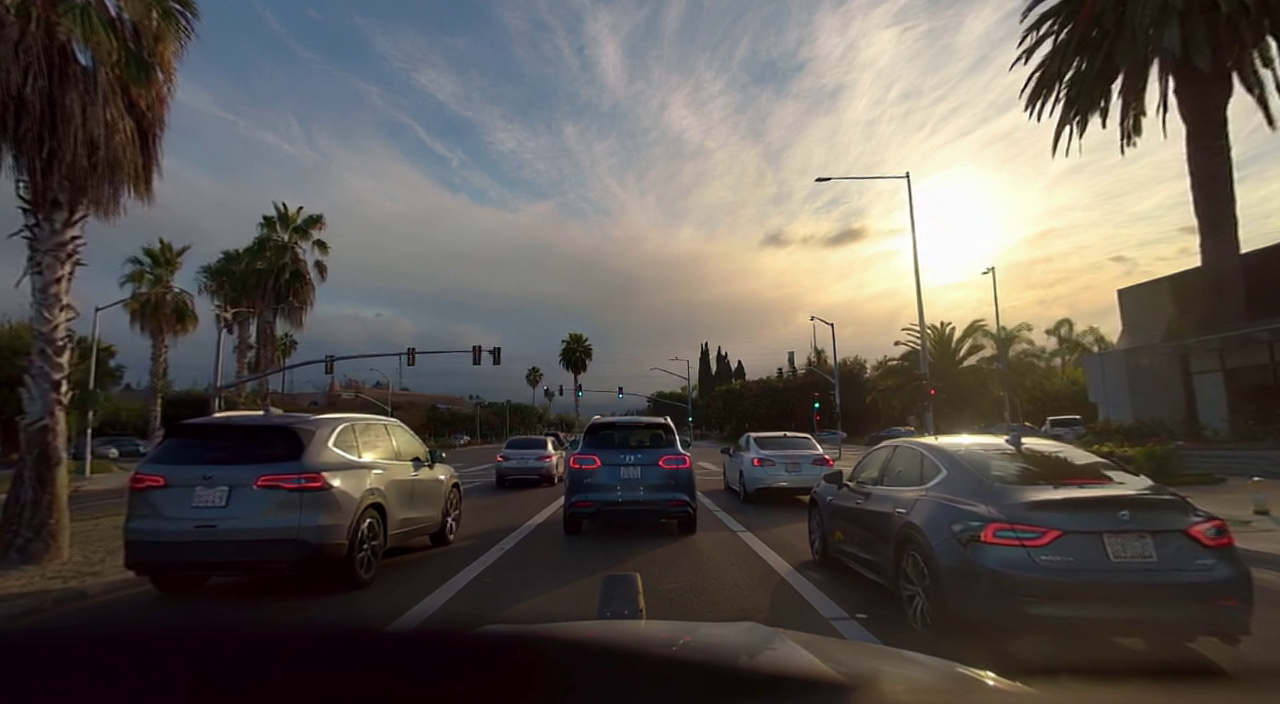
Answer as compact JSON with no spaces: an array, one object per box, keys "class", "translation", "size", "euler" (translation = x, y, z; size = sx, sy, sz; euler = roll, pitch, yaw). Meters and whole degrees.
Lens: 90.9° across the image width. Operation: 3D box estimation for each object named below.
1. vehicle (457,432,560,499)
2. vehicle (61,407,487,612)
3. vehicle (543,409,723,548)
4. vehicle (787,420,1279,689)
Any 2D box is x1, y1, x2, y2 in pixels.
[{"class":"vehicle","translation":[-3.376,2.981,16.914],"size":[1.927,1.568,3.733],"euler":[0,-8,0]},{"class":"vehicle","translation":[-3.332,1.529,7.065],"size":[2.014,1.534,4.455],"euler":[0,-9,1]},{"class":"vehicle","translation":[-0.144,1.928,10.267],"size":[2.280,1.747,4.361],"euler":[0,-8,-2]},{"class":"vehicle","translation":[2.969,1.477,5.907],"size":[2.017,1.491,4.611],"euler":[0,-8,-1]}]
